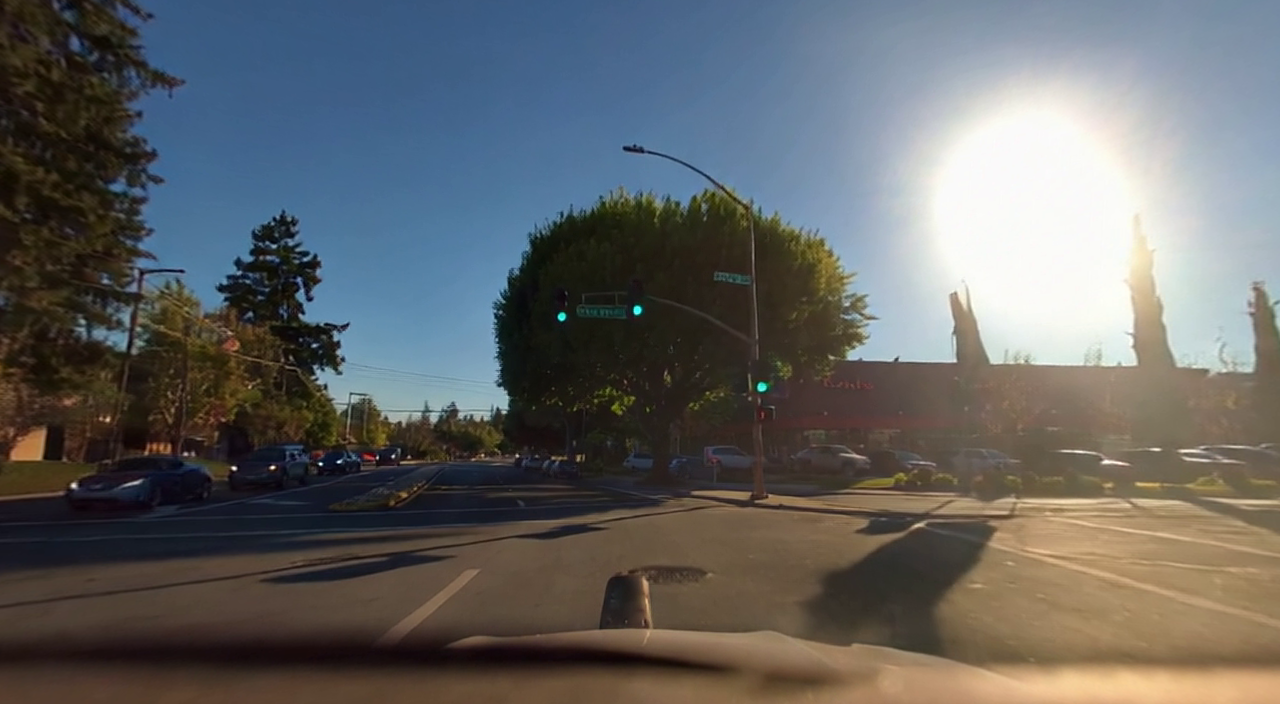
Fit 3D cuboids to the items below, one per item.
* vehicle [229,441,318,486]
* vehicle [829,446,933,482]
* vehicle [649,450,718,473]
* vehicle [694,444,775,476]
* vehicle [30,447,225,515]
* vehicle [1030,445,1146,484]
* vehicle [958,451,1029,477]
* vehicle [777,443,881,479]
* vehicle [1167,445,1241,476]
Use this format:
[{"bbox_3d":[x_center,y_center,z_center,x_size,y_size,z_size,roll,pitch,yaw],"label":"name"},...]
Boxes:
[{"bbox_3d":[-16.443,4.998,28.648,2.049,1.817,5.292,2,-9,-14],"label":"vehicle"},{"bbox_3d":[11.871,5.478,31.119,4.375,1.685,2.045,2,-9,-16],"label":"vehicle"},{"bbox_3d":[2.930,7.334,42.359,4.257,1.474,1.751,3,-9,-22],"label":"vehicle"},{"bbox_3d":[5.647,6.385,37.490,4.669,1.770,1.896,5,-10,-32],"label":"vehicle"},{"bbox_3d":[-13.228,3.291,16.745,1.961,1.492,4.702,2,-9,-11],"label":"vehicle"},{"bbox_3d":[20.967,5.232,29.536,4.530,1.696,1.979,3,-9,-17],"label":"vehicle"},{"bbox_3d":[21.933,6.916,39.105,4.324,1.437,1.865,5,-10,-31],"label":"vehicle"},{"bbox_3d":[10.154,5.795,33.826,5.314,1.829,2.018,4,-9,-25],"label":"vehicle"},{"bbox_3d":[36.774,6.992,41.041,4.689,1.888,2.114,5,-10,-31],"label":"vehicle"}]
